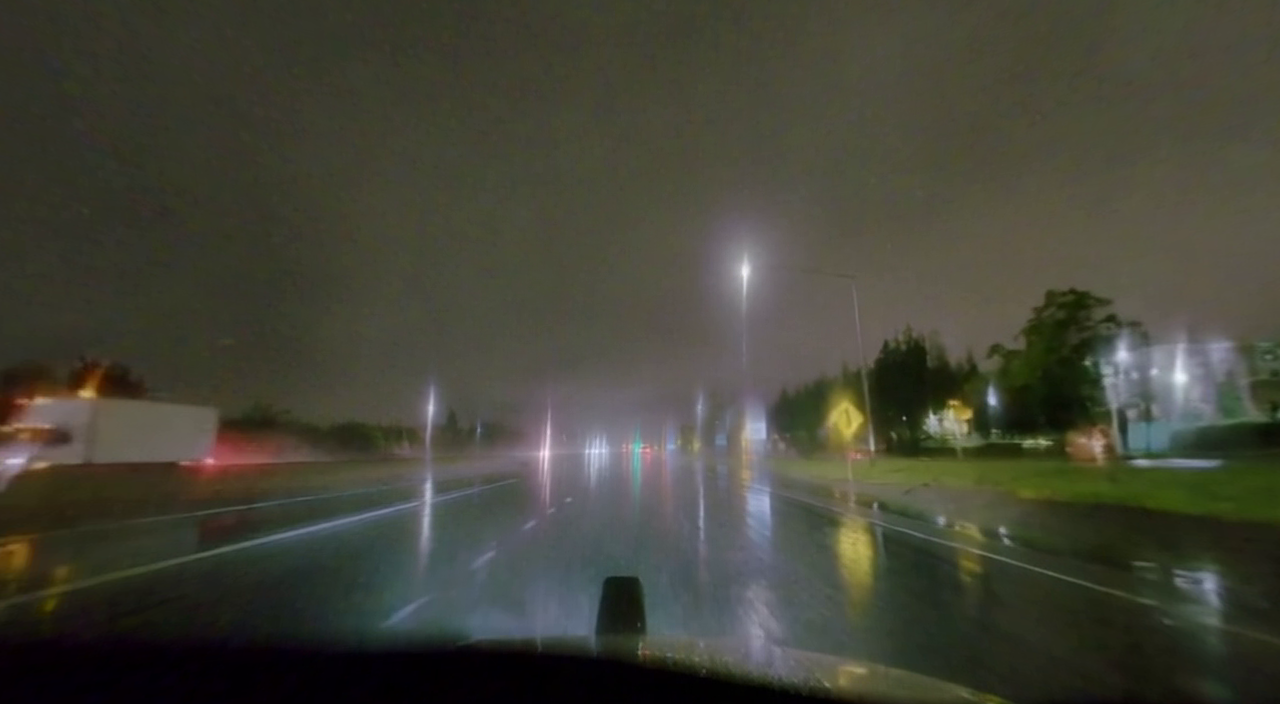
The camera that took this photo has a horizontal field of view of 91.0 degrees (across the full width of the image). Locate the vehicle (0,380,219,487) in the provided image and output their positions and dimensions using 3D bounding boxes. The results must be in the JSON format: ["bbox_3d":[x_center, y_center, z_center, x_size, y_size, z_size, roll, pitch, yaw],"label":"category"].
[{"bbox_3d":[-24.491,3.837,28.642,3.036,3.902,11.182,0,-9,-1],"label":"vehicle"}]
